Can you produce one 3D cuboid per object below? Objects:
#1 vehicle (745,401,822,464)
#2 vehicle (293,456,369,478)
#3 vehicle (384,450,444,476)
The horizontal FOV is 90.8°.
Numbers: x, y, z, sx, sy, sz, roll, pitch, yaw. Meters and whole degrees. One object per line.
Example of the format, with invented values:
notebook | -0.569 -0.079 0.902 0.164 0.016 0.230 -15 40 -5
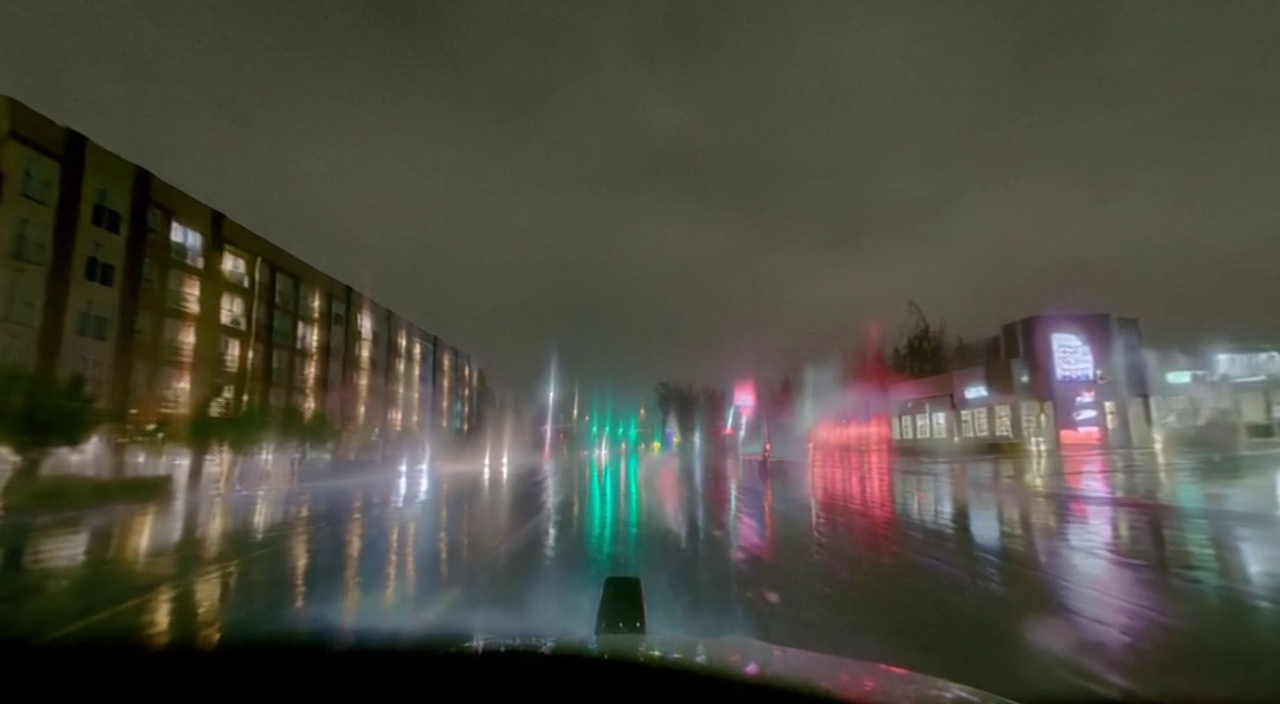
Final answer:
vehicle | 9.628 5.675 43.565 3.174 3.794 9.019 -2 -9 1
vehicle | -23.161 8.630 47.577 4.862 1.510 2.027 3 -9 -20
vehicle | -14.724 7.343 41.494 1.841 1.543 4.680 -2 -11 6
